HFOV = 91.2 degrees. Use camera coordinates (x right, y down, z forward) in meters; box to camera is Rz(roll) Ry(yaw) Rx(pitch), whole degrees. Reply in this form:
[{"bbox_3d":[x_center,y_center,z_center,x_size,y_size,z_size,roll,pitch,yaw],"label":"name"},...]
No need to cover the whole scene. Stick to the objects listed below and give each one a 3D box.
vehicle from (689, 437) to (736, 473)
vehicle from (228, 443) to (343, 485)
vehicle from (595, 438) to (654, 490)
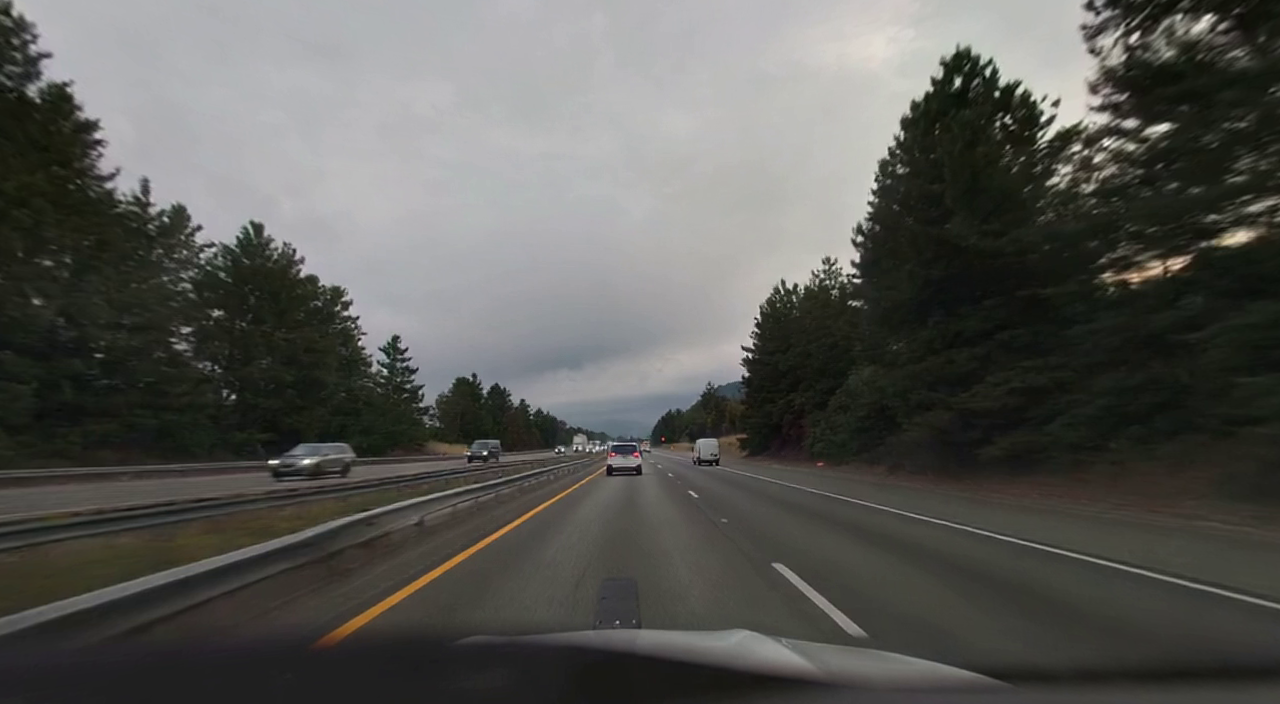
[{"bbox_3d":[4.200,6.058,36.993,2.179,1.930,4.538,0,-9,0],"label":"vehicle"},{"bbox_3d":[-13.954,4.417,25.063,1.878,1.506,4.602,0,-9,0],"label":"vehicle"},{"bbox_3d":[-0.510,4.065,23.120,1.963,1.711,4.284,0,-9,1],"label":"vehicle"}]
